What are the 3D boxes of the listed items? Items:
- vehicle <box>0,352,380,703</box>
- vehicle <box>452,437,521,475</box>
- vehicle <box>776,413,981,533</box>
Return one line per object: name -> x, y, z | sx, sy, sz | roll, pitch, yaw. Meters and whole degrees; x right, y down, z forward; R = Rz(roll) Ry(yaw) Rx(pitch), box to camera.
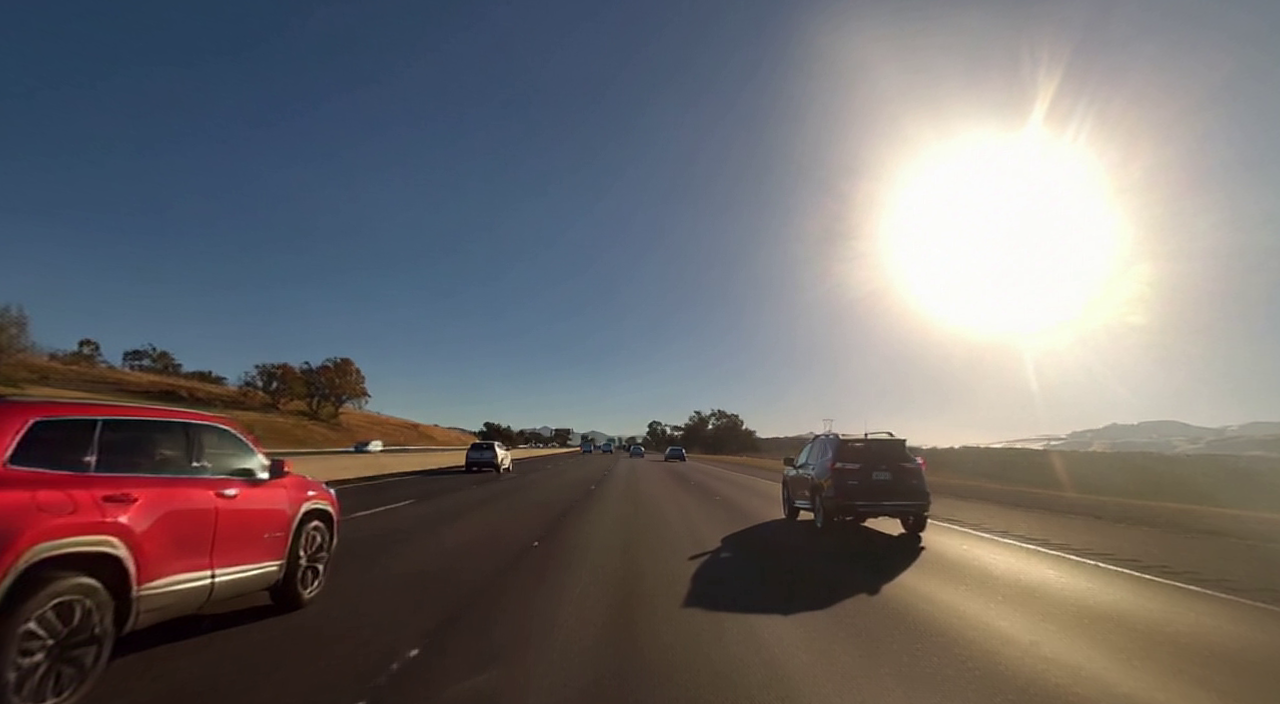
vehicle -> -4.034, 1.154, 4.687 | 2.214, 1.743, 4.465 | 0, -9, 1
vehicle -> -7.398, 5.075, 30.829 | 2.095, 1.696, 4.680 | -1, -9, 1
vehicle -> 4.260, 2.255, 12.294 | 2.153, 1.860, 4.689 | 0, -9, 0
